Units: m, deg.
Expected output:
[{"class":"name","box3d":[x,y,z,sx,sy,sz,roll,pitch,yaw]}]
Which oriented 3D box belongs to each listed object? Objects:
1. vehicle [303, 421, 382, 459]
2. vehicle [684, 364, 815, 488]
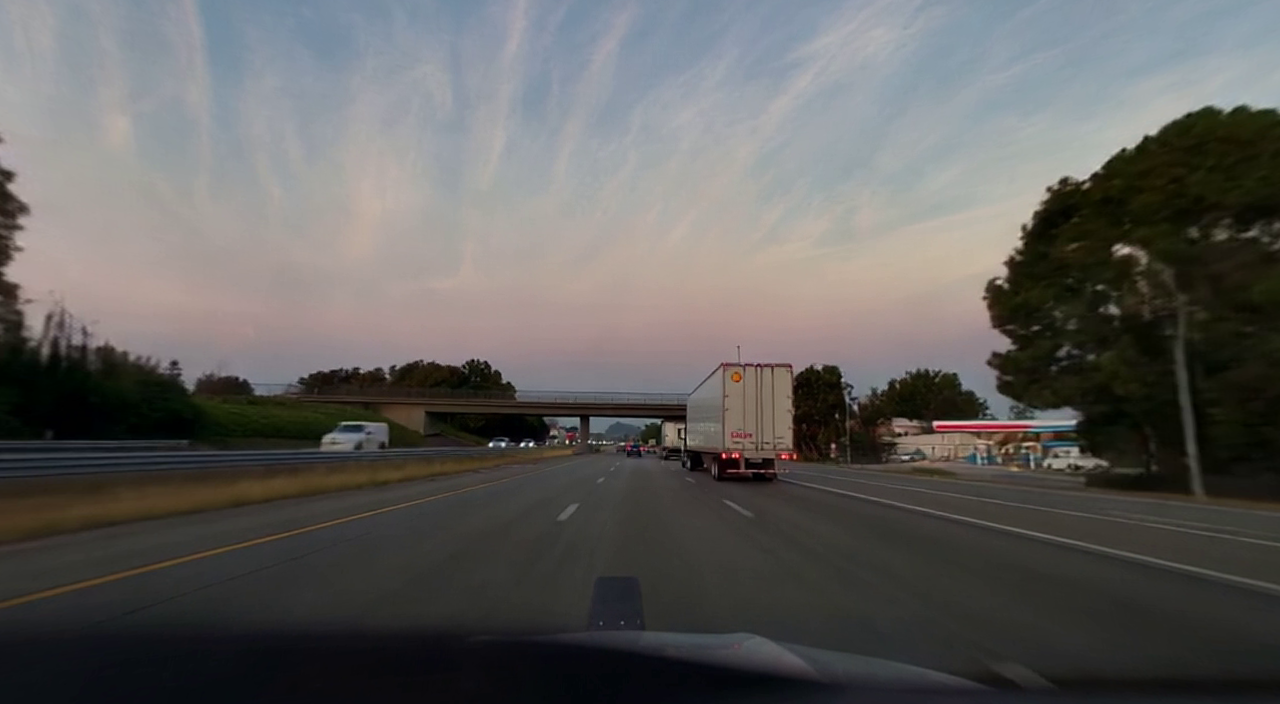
[{"class":"vehicle","box3d":[-15.847,4.764,33.864,1.970,1.864,4.662,0,-9,-1]},{"class":"vehicle","box3d":[4.009,3.429,27.339,2.922,3.987,14.038,0,-9,-1]}]
